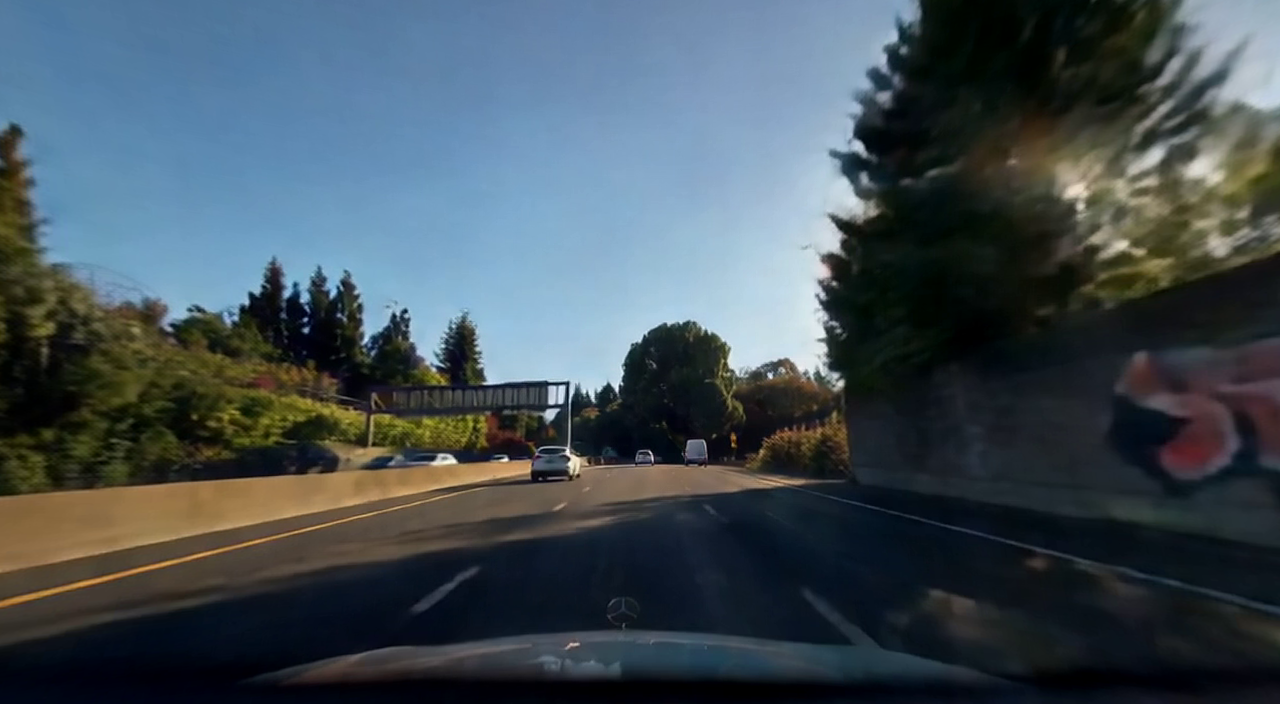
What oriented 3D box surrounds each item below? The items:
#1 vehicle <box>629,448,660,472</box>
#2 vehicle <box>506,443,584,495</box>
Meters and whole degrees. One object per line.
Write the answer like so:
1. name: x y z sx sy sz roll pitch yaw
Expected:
1. vehicle: 0.340 7.752 45.354 2.108 1.663 3.159 0 -9 1
2. vehicle: -3.251 4.099 22.445 1.964 1.618 4.489 0 -9 1
